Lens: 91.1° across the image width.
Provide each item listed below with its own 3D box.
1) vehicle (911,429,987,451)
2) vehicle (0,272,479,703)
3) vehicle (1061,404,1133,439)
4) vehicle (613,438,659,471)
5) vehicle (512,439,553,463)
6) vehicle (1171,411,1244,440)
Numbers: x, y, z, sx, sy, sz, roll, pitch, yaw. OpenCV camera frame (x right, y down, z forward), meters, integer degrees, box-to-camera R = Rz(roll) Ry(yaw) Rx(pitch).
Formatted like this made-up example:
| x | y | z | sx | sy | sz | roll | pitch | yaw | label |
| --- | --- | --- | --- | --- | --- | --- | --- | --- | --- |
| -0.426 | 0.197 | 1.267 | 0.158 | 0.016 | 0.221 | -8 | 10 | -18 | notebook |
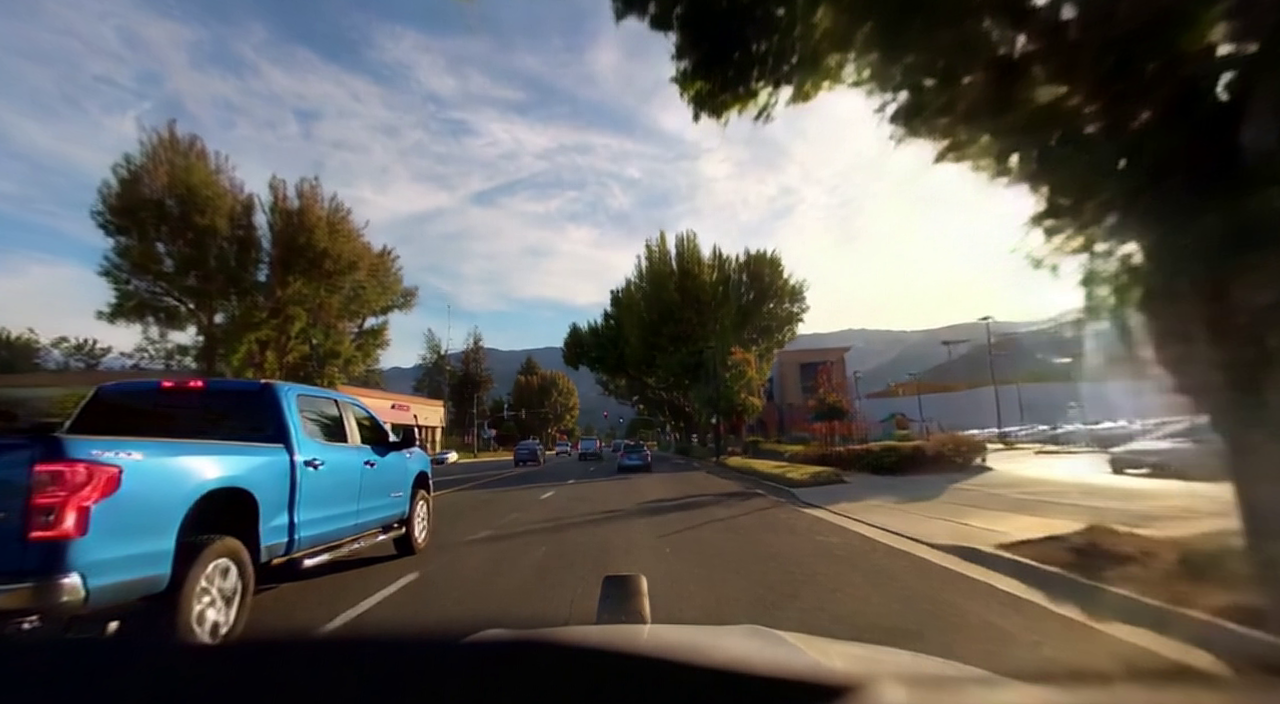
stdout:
| x | y | z | sx | sy | sz | roll | pitch | yaw | label |
| --- | --- | --- | --- | --- | --- | --- | --- | --- | --- |
| 22.701 | 6.503 | 46.145 | 4.767 | 1.443 | 1.978 | -6 | -10 | 29 | vehicle |
| -3.688 | 1.159 | 5.391 | 2.552 | 2.079 | 6.810 | 0 | -8 | 2 | vehicle |
| 34.795 | 5.347 | 47.771 | 5.297 | 2.323 | 2.378 | 6 | -11 | -31 | vehicle |
| -0.197 | 5.265 | 32.484 | 2.191 | 1.530 | 4.470 | 0 | -8 | 0 | vehicle |
| -8.210 | 7.616 | 48.445 | 2.146 | 1.788 | 5.153 | 0 | -8 | 1 | vehicle |
| 35.407 | 4.581 | 39.119 | 4.773 | 1.647 | 2.003 | 4 | -11 | -33 | vehicle |
